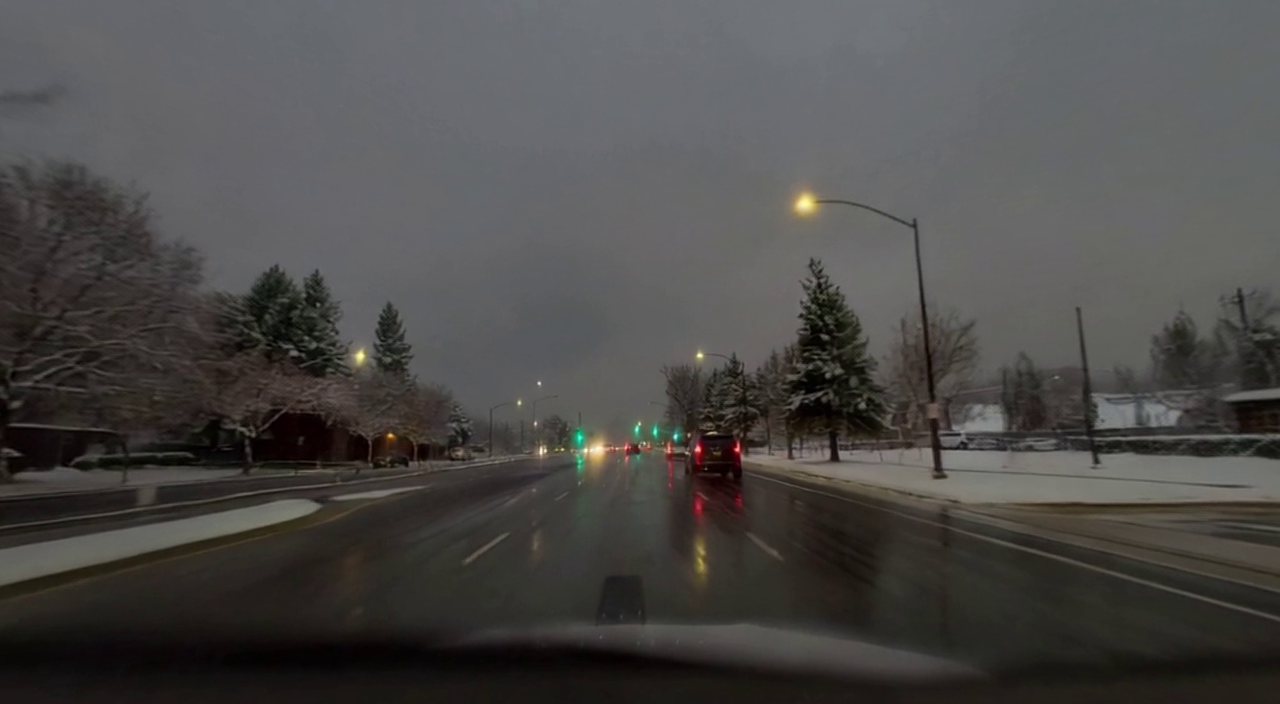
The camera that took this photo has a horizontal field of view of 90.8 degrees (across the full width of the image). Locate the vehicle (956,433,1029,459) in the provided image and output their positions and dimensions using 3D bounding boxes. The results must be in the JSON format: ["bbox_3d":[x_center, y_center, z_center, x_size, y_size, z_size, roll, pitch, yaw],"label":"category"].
[{"bbox_3d":[27.818,7.437,49.949,4.609,1.919,1.985,0,-8,-9],"label":"vehicle"}]

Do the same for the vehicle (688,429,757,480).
[{"bbox_3d":[3.126,3.990,24.949,2.060,1.816,4.343,0,-8,-1],"label":"vehicle"}]
